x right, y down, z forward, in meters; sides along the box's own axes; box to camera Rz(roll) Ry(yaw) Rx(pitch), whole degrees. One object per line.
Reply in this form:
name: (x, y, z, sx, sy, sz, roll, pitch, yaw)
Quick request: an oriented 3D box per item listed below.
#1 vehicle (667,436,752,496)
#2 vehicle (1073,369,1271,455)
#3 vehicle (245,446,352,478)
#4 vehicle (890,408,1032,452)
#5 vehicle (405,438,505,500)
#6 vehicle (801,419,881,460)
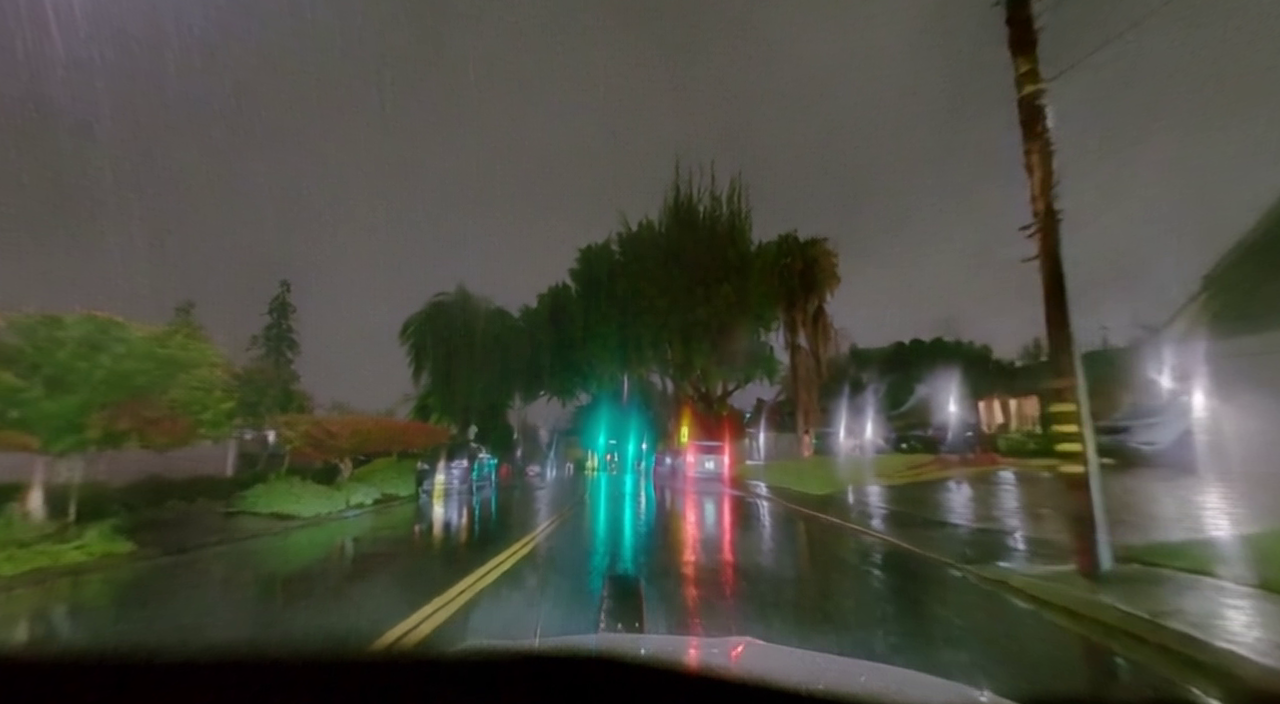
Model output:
vehicle: (2.271, 3.908, 22.108, 2.229, 1.826, 4.611, 0, -8, -3)
vehicle: (12.124, 1.555, 14.848, 1.880, 1.626, 4.495, -2, -10, 18)
vehicle: (-17.093, 5.502, 31.696, 4.527, 1.466, 1.880, -2, -9, 13)
vehicle: (12.734, 3.170, 25.405, 4.639, 1.634, 2.005, -2, -9, 14)
vehicle: (-6.031, 3.816, 21.229, 2.155, 1.729, 4.799, -1, -7, -3)
vehicle: (10.141, 4.381, 31.610, 2.100, 1.857, 4.611, -7, -11, 40)
